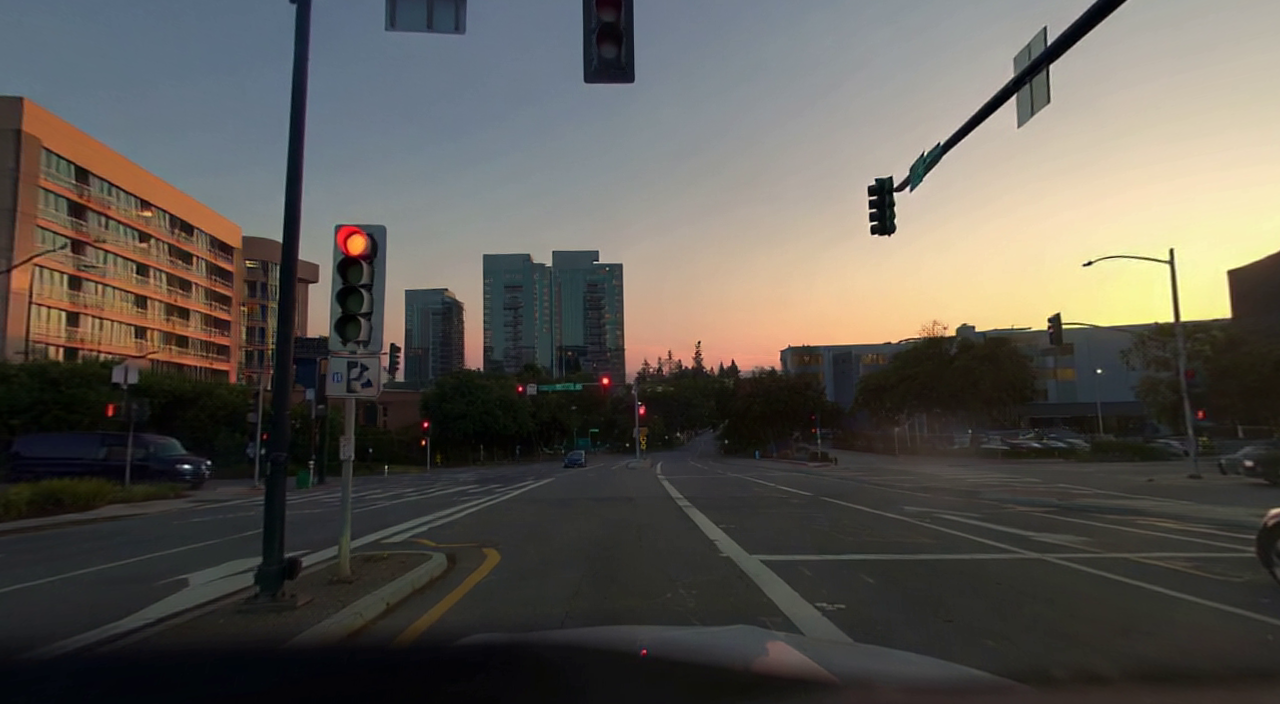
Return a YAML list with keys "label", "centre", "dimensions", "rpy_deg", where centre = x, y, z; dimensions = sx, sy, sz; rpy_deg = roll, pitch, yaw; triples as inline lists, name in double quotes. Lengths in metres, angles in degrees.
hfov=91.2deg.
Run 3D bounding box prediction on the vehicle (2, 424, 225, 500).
- label: "vehicle"
  centre: [-22.960, 4.821, 27.688]
  dimensions: [7.088, 3.096, 2.678]
  rpy_deg: [0, -9, -3]
